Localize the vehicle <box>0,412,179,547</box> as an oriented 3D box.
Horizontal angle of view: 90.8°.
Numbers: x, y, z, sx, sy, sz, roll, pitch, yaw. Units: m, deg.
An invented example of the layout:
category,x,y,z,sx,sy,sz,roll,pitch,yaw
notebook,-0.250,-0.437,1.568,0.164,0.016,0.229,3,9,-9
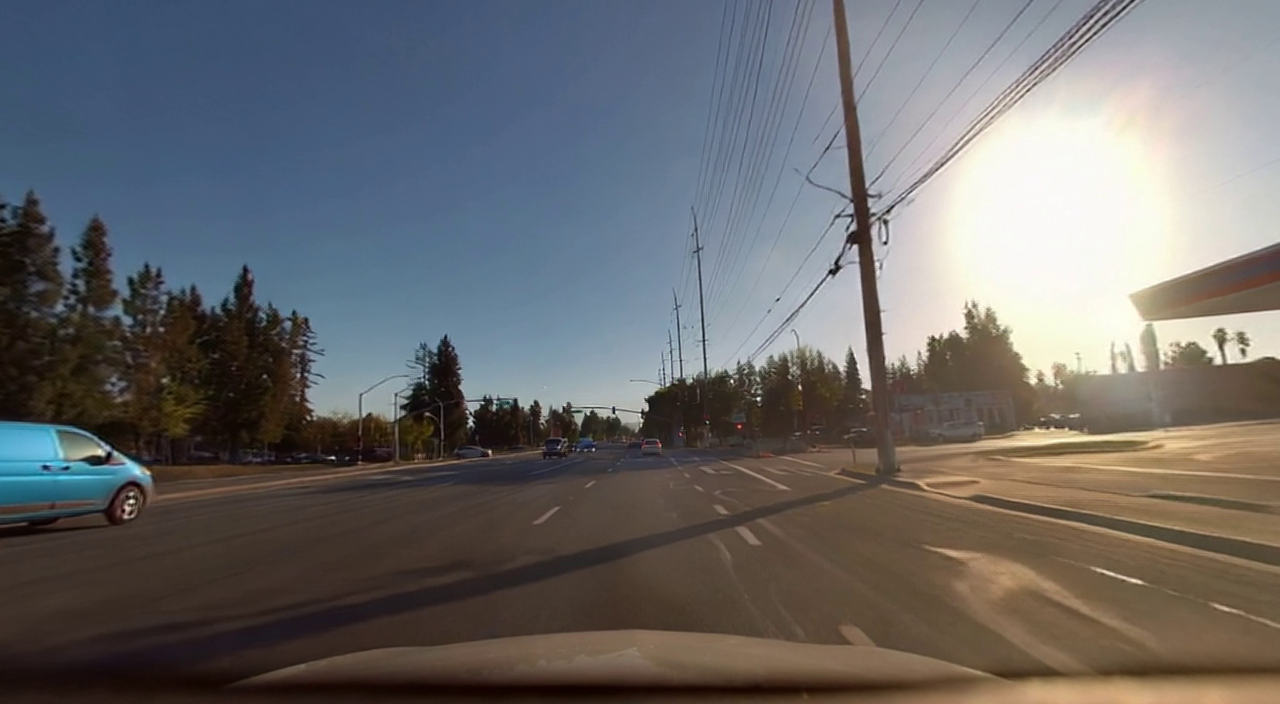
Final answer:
category,x,y,z,sx,sy,sz,roll,pitch,yaw
vehicle,-9.897,1.874,9.461,2.149,1.848,4.961,0,-8,1
